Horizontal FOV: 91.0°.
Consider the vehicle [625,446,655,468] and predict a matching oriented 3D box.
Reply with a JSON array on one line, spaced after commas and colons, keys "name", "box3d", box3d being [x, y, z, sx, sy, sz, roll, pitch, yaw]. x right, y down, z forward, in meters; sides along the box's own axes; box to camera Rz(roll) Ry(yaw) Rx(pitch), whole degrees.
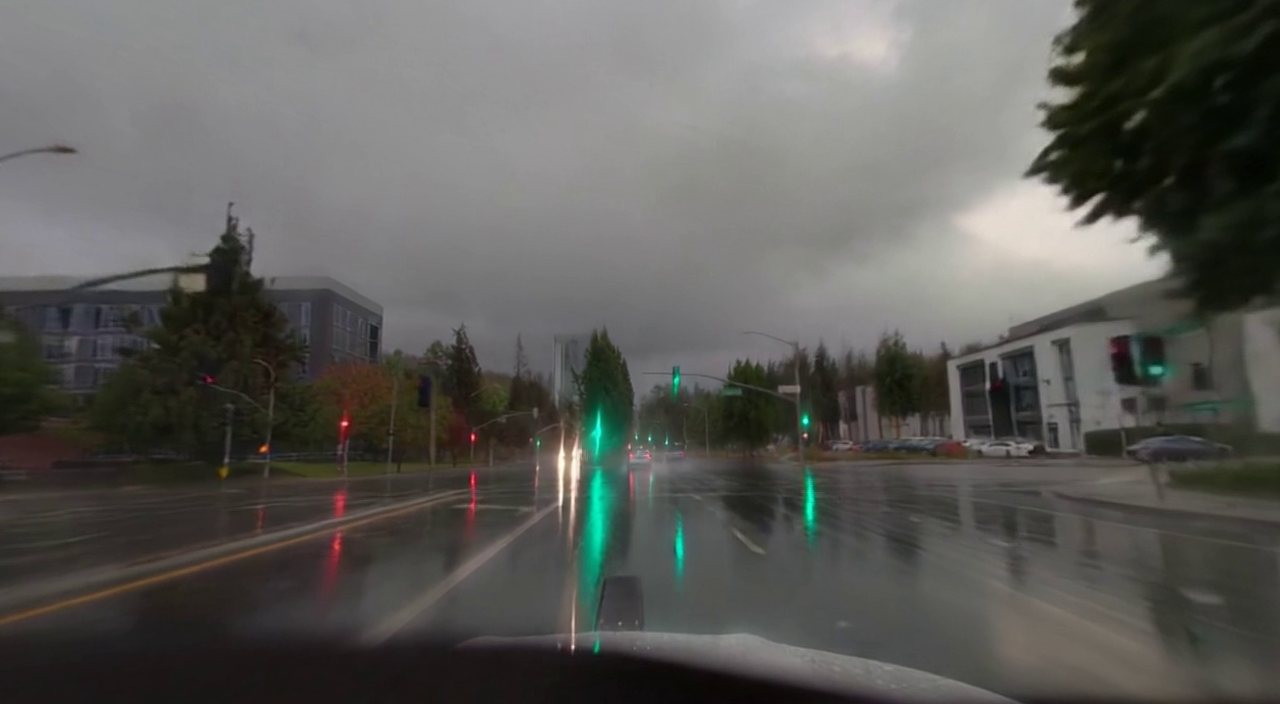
[{"name": "vehicle", "box3d": [-0.016, 7.529, 45.166, 2.064, 1.477, 3.968, 0, -9, 0]}]
